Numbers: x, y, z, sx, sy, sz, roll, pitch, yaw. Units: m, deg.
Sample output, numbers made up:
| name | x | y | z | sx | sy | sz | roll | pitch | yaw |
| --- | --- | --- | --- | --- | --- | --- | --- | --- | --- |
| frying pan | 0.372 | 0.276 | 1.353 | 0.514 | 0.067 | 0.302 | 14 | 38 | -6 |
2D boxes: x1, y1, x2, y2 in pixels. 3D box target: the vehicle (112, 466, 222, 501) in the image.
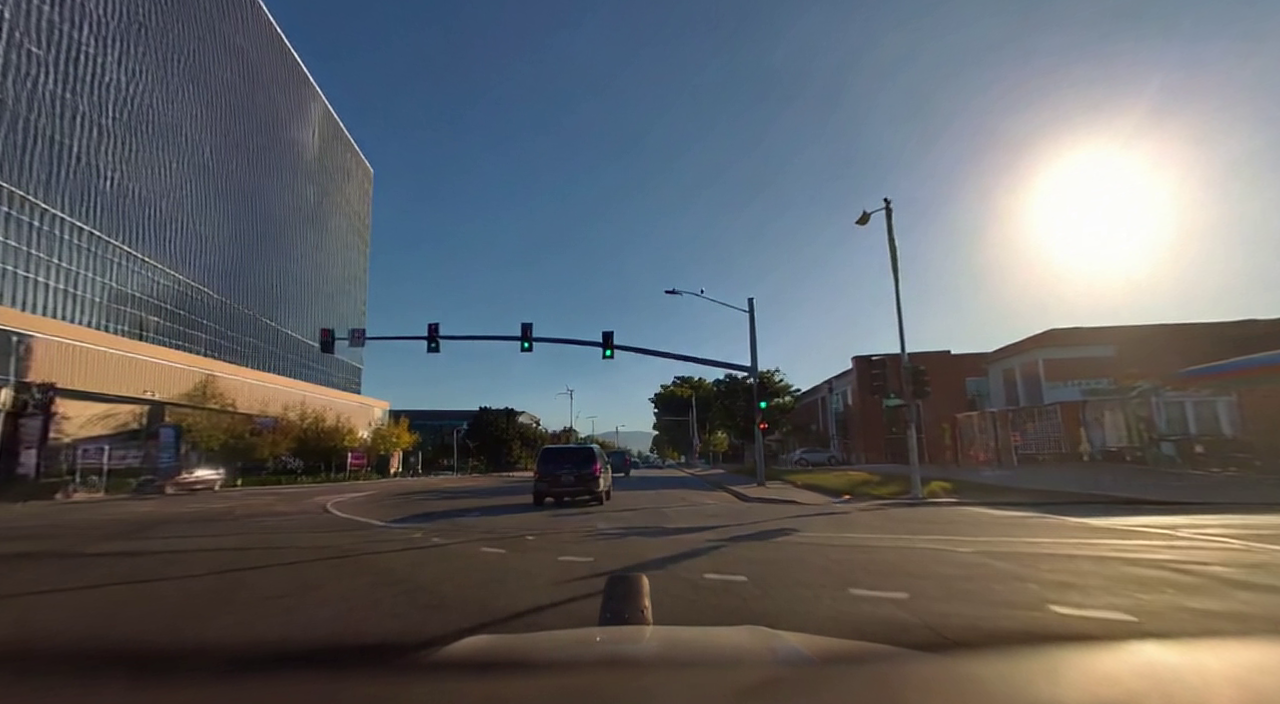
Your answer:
| name | x | y | z | sx | sy | sz | roll | pitch | yaw |
| --- | --- | --- | --- | --- | --- | --- | --- | --- | --- |
| vehicle | -23.540 | 6.536 | 31.617 | 1.822 | 1.451 | 4.593 | -1 | -9 | 2 |

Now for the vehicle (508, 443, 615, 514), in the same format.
| name | x | y | z | sx | sy | sz | roll | pitch | yaw |
| --- | --- | --- | --- | --- | --- | --- | --- | --- | --- |
| vehicle | -2.057 | 3.489 | 17.941 | 2.183 | 1.731 | 4.338 | -1 | -9 | 4 |
